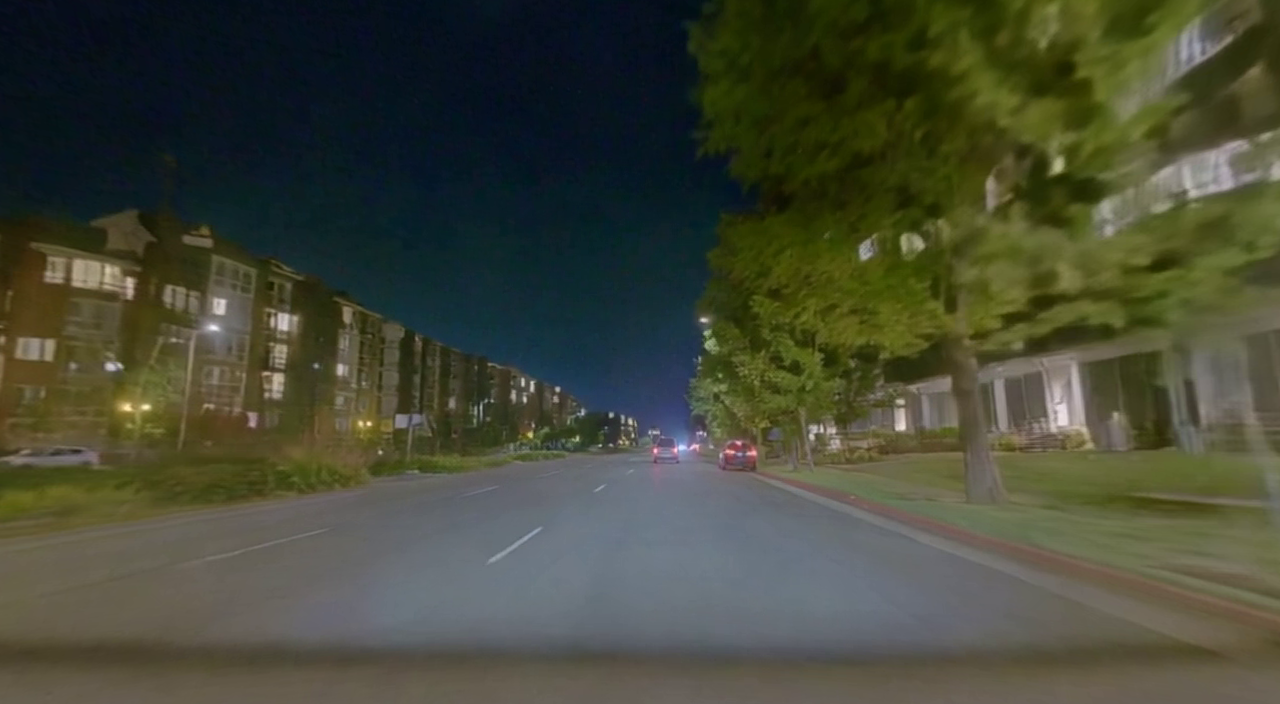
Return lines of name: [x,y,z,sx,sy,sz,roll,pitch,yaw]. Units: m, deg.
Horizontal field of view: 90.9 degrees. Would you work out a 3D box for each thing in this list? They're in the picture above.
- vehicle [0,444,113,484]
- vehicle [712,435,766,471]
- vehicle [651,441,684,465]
vehicle: [-24.820,4.635,26.284,1.841,1.493,4.335,-2,-9,2]
vehicle: [4.911,5.110,31.976,2.121,1.659,4.675,0,-8,2]
vehicle: [1.690,6.106,38.410,1.871,1.370,4.206,-1,-8,3]
